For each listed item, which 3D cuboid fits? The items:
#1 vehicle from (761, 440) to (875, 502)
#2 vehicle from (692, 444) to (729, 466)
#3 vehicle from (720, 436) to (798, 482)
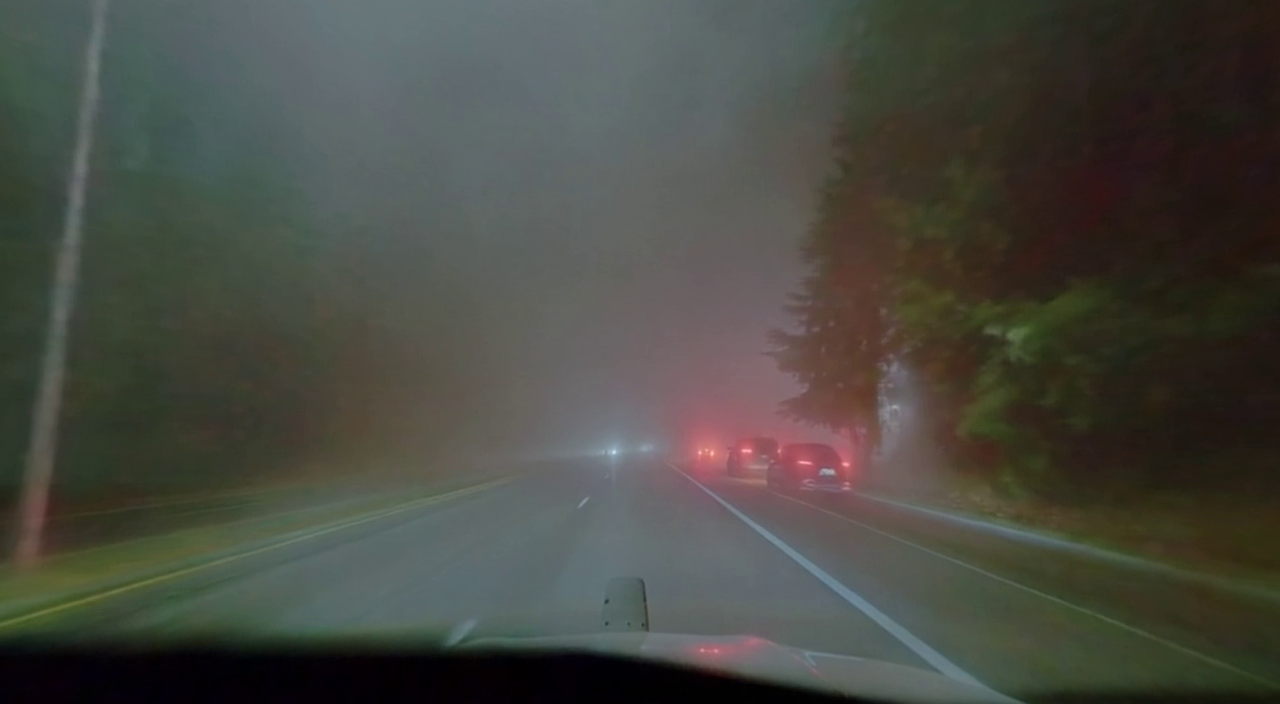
[{"bbox_3d":[4.870,3.296,18.012,1.920,1.514,4.746,0,-8,1],"label":"vehicle"},{"bbox_3d":[5.079,7.484,45.869,2.184,1.496,4.615,0,-8,1],"label":"vehicle"},{"bbox_3d":[4.852,4.434,26.482,2.205,1.728,4.855,0,-8,-1],"label":"vehicle"}]
